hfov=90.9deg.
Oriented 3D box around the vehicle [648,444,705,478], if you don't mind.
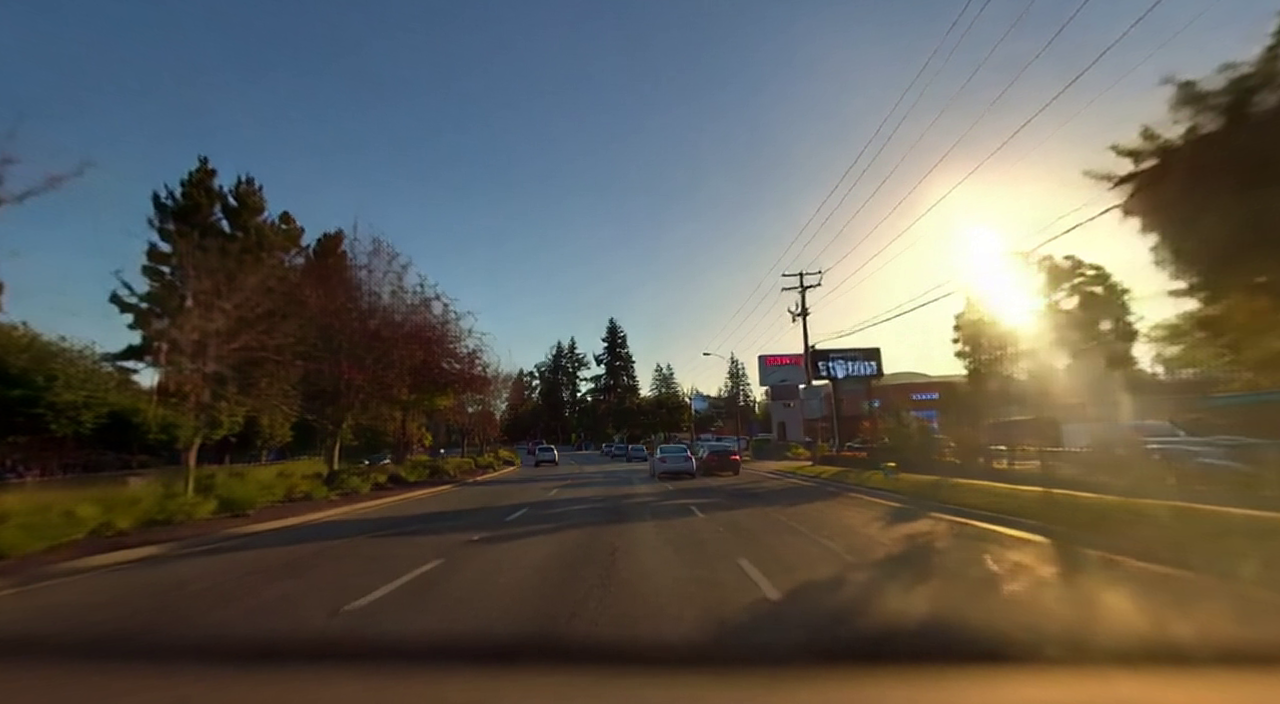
[{"bbox_3d":[1.617,5.120,29.888,2.130,1.476,4.453,0,-9,-4],"label":"vehicle"}]
